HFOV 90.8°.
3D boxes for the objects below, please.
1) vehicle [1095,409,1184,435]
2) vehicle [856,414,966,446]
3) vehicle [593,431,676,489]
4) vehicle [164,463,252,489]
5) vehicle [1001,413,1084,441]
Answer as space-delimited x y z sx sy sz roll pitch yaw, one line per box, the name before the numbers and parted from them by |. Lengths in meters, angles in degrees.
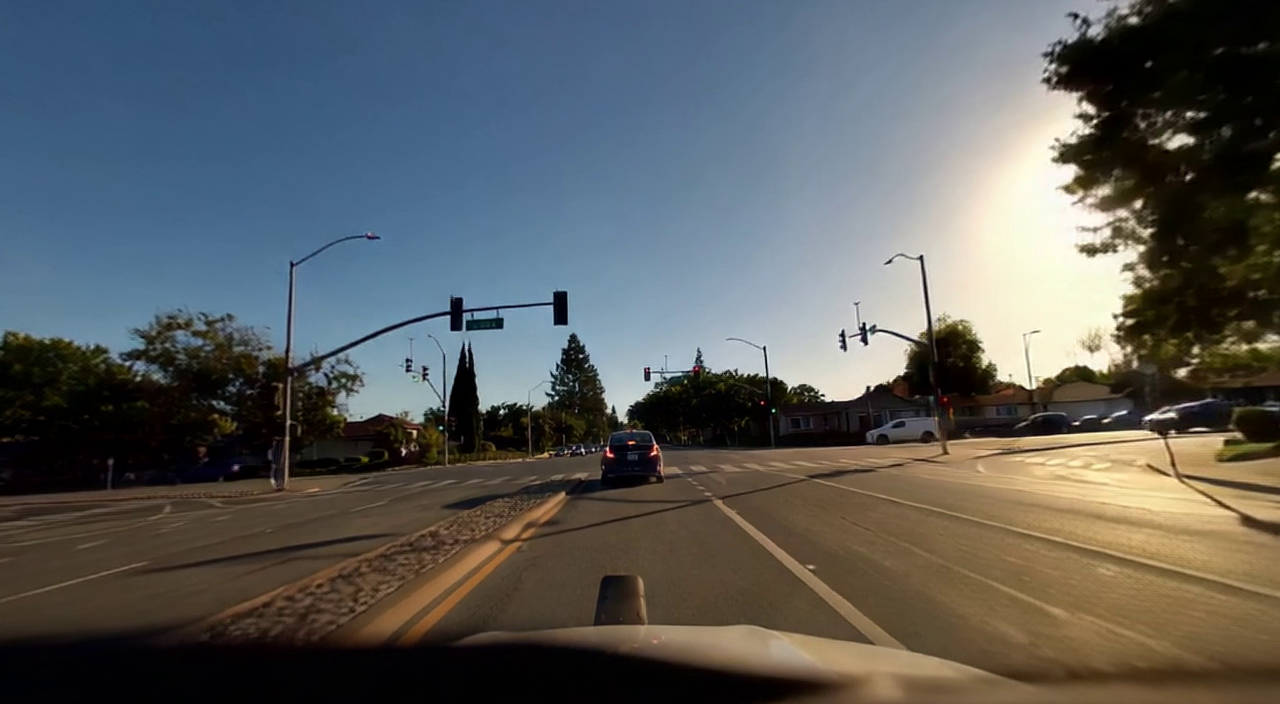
vehicle | 35.911 5.066 45.470 4.735 1.784 2.094 1 -7 -3
vehicle | 17.931 5.200 42.104 6.025 2.000 2.876 1 -7 -2
vehicle | -0.058 3.277 19.507 2.074 1.570 3.647 0 -8 7
vehicle | -32.660 9.399 47.901 5.009 1.739 2.092 1 -8 -11
vehicle | 28.648 5.361 45.069 4.557 1.899 1.996 1 -8 -5
